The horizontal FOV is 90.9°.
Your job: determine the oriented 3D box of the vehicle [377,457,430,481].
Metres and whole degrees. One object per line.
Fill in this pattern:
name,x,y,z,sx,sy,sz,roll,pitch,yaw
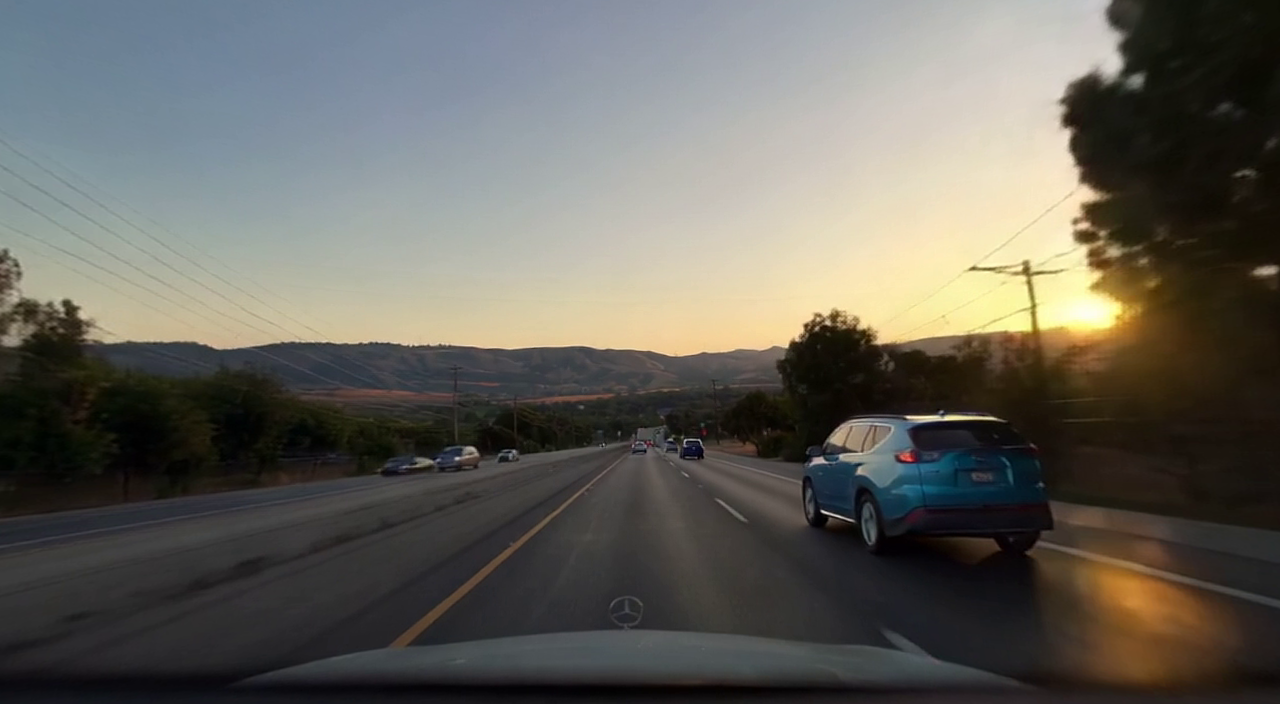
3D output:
vehicle,-16.245,8.038,43.535,1.869,1.491,4.449,0,-8,1
